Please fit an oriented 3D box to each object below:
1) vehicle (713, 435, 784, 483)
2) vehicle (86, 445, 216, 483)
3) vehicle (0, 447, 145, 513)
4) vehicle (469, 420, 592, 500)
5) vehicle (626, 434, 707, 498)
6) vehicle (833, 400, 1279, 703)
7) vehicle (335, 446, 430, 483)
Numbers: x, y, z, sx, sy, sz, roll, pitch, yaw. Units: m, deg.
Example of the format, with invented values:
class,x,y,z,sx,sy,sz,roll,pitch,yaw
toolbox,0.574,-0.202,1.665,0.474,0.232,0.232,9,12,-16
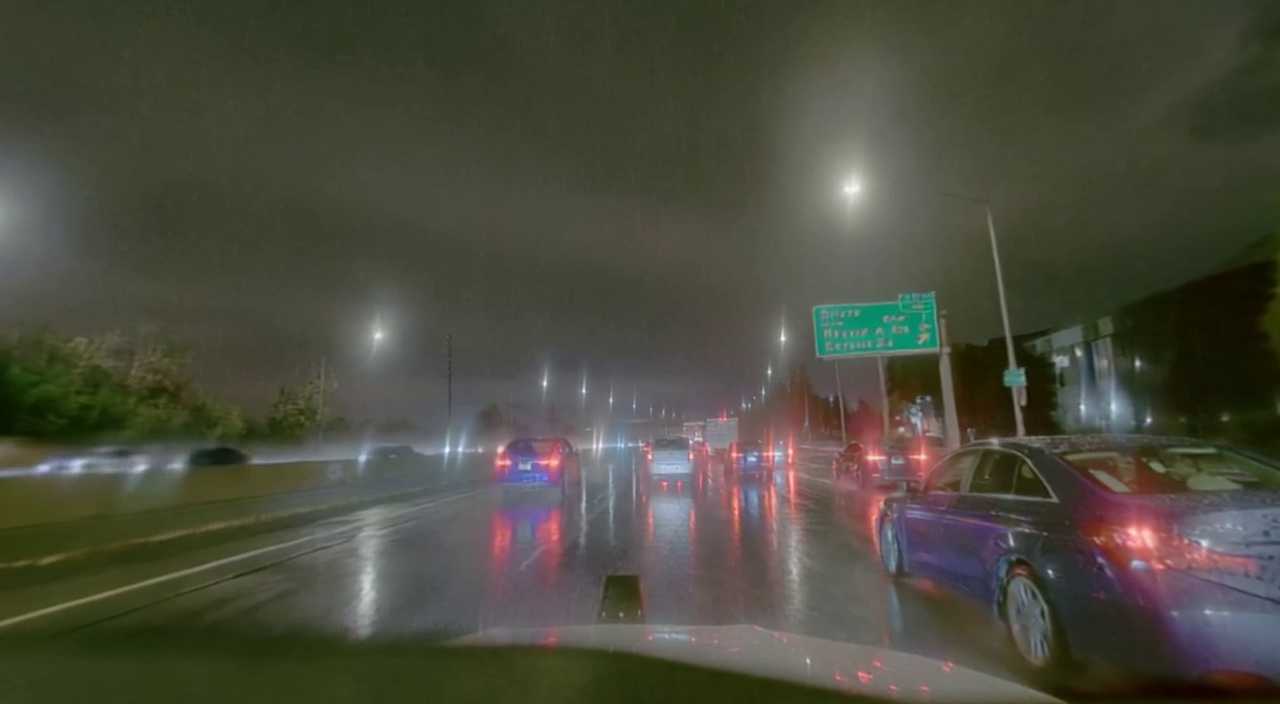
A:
class,x,y,z,sx,sy,sz,roll,pitch,yaw
vehicle,4.060,4.092,24.319,2.076,1.684,4.241,0,-9,2
vehicle,-22.191,5.083,28.882,1.919,1.539,4.735,-1,-9,3
vehicle,-15.613,3.210,16.169,1.881,1.502,4.680,0,-9,2
vehicle,-2.921,3.083,18.288,2.434,1.965,5.305,0,-9,2
vehicle,0.750,3.247,18.213,2.074,1.614,3.803,0,-9,2
vehicle,3.083,1.263,4.459,2.009,1.489,4.559,0,-9,0
vehicle,-11.524,5.076,28.639,2.047,1.519,4.771,0,-9,3
